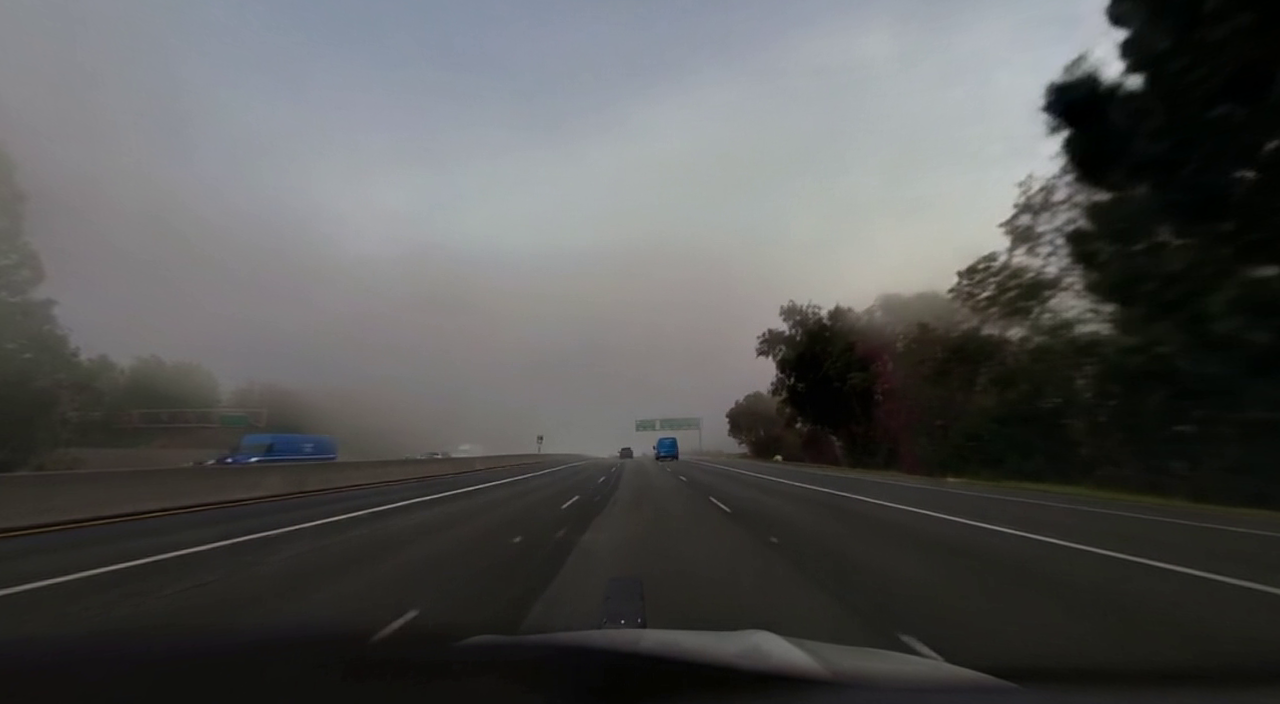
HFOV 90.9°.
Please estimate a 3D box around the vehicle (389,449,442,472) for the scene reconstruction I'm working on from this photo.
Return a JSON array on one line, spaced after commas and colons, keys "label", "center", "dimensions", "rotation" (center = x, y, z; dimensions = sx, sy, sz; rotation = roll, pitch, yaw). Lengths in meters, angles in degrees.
[{"label": "vehicle", "center": [-15.369, 7.428, 43.418], "dimensions": [1.903, 1.486, 4.666], "rotation": [0, -9, 1]}]
